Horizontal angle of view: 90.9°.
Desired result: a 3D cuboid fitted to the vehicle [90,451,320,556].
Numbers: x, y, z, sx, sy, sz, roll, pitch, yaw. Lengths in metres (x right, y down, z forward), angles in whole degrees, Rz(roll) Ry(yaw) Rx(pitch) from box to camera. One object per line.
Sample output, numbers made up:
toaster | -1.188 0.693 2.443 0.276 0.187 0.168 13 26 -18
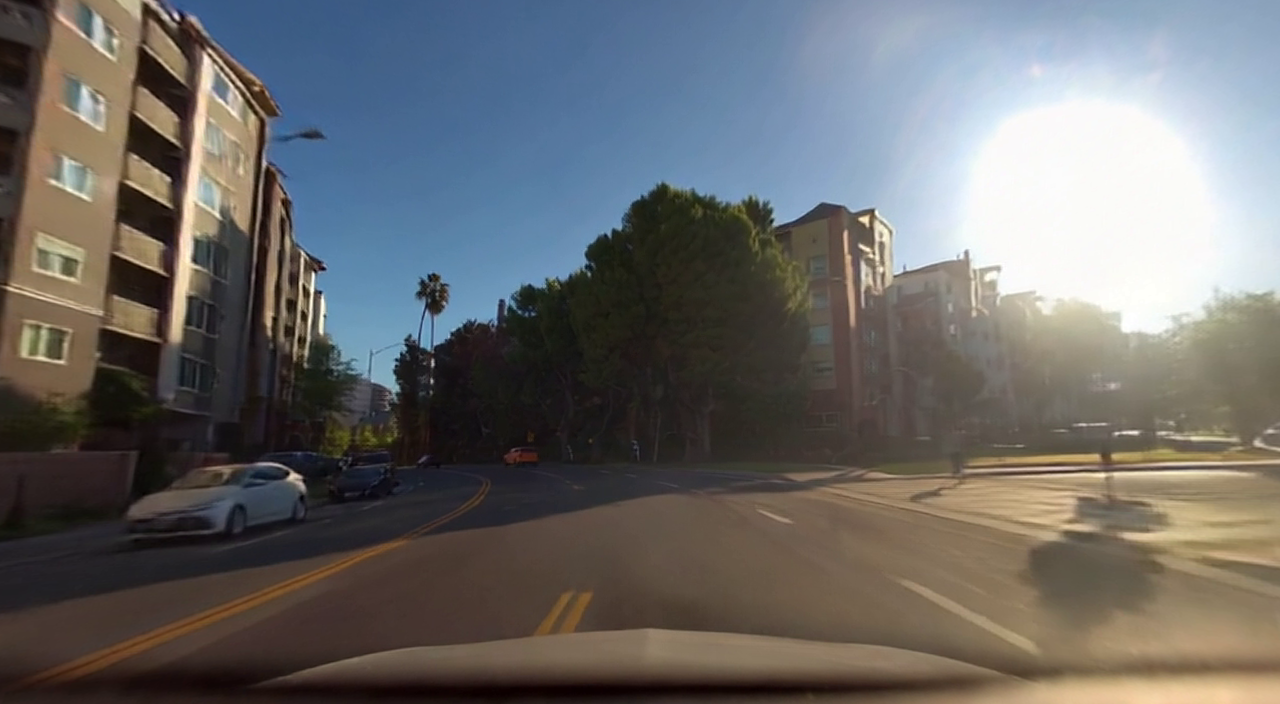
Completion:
vehicle | -8.537 2.918 12.992 1.994 1.697 4.436 1 -9 -7

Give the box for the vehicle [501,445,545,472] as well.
vehicle | -8.511 7.658 45.527 2.000 1.809 4.405 3 -9 -25

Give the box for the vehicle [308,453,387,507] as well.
vehicle | -10.783 4.688 23.515 1.908 1.602 4.279 -2 -8 -15
